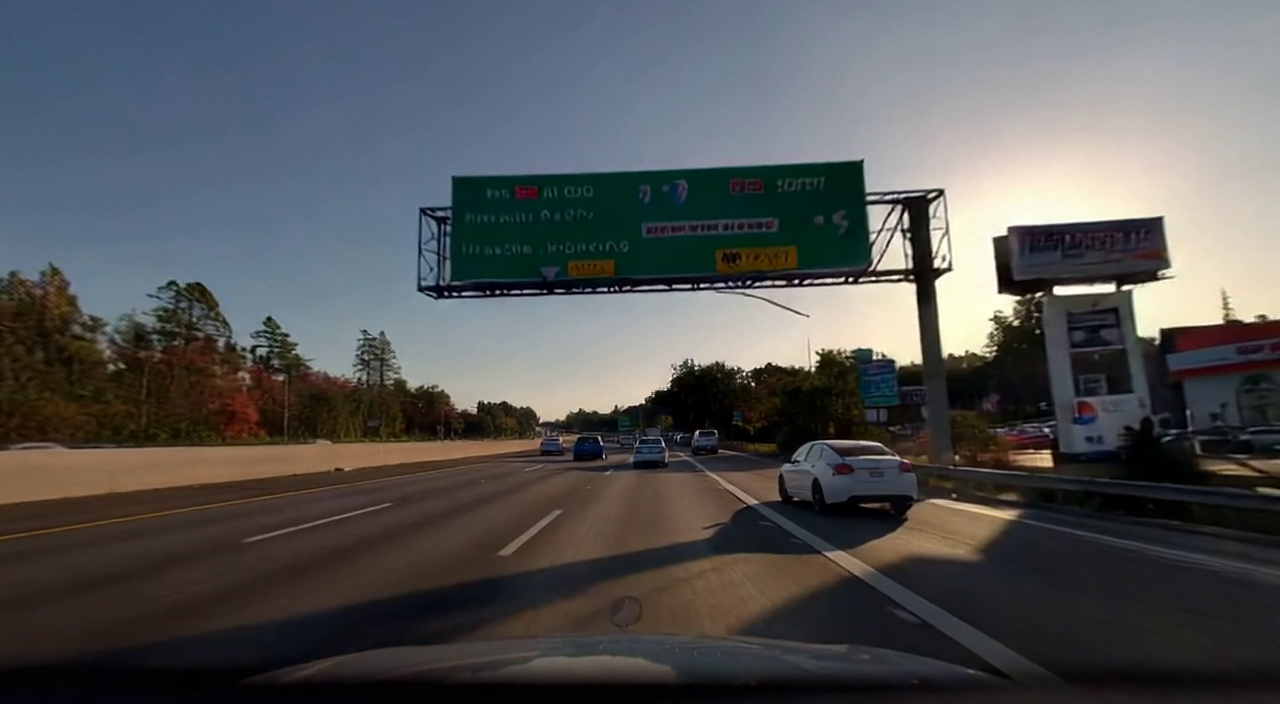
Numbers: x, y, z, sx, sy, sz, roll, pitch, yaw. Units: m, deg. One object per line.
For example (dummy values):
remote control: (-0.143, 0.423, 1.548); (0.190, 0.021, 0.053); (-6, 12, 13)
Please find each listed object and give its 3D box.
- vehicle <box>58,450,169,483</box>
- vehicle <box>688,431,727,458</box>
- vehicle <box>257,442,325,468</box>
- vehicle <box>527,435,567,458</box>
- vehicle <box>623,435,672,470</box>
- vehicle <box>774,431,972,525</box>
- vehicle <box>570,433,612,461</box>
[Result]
vehicle: (-25.272, 5.494, 30.495); (1.784, 1.424, 4.083); (0, -8, 1)
vehicle: (4.698, 6.485, 44.419); (2.261, 1.781, 4.709); (0, -8, 0)
vehicle: (-21.454, 6.348, 38.978); (1.853, 1.488, 4.035); (0, -8, 1)
vehicle: (-6.436, 6.601, 43.995); (1.932, 1.497, 4.458); (0, -8, 2)
vehicle: (0.347, 4.599, 29.079); (2.113, 1.464, 4.073); (0, -8, 1)
vehicle: (4.081, 2.271, 11.995); (2.030, 1.442, 4.358); (0, -8, -1)
vehicle: (-2.854, 5.686, 37.813); (1.927, 1.586, 5.142); (0, -8, 2)
